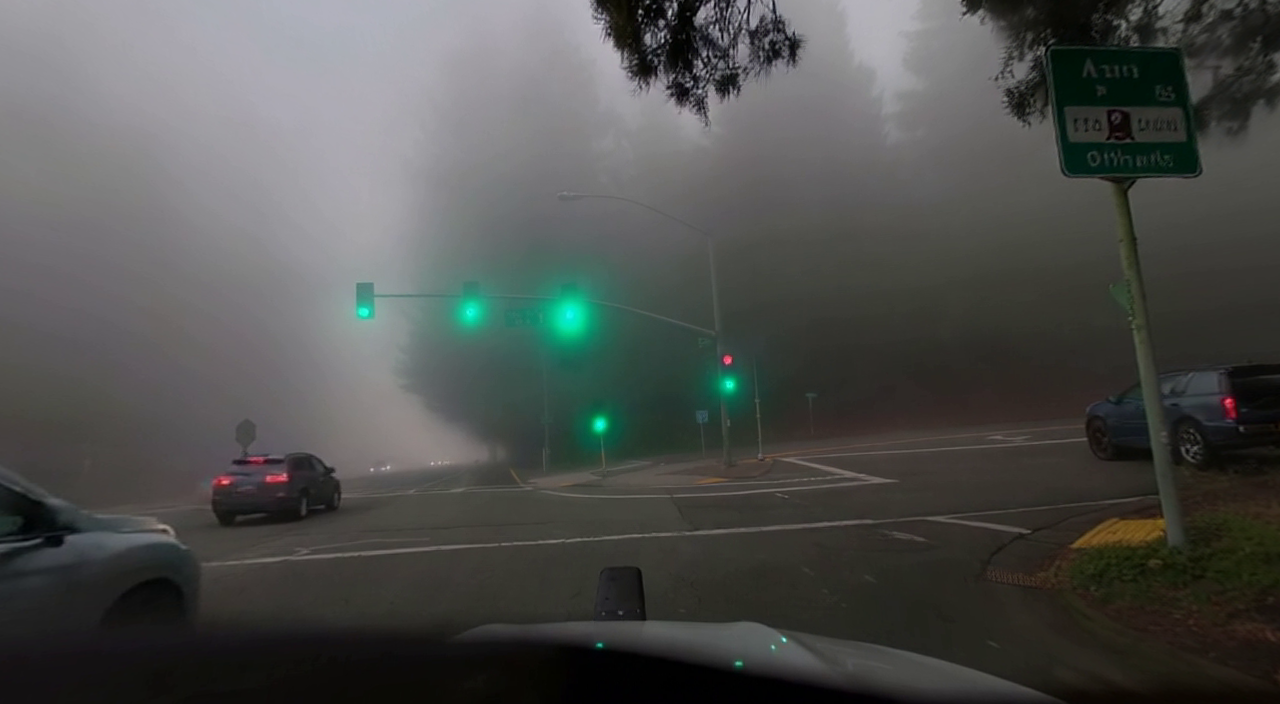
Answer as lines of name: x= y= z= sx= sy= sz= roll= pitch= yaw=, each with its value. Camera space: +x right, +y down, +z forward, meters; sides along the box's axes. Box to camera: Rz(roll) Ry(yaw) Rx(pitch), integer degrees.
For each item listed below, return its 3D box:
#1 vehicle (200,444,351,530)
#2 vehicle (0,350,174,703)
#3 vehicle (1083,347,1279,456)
vehicle: x=-9.066 y=3.315 z=16.197 sx=2.062 sy=1.740 sz=4.198 roll=-2 pitch=-8 yaw=-11
vehicle: x=-3.289 y=0.638 z=0.776 sx=2.134 sy=1.707 sz=4.471 roll=0 pitch=-8 yaw=-3
vehicle: x=10.663 y=1.062 z=11.784 sx=1.855 sy=1.669 sz=4.529 roll=-1 pitch=-9 yaw=6
